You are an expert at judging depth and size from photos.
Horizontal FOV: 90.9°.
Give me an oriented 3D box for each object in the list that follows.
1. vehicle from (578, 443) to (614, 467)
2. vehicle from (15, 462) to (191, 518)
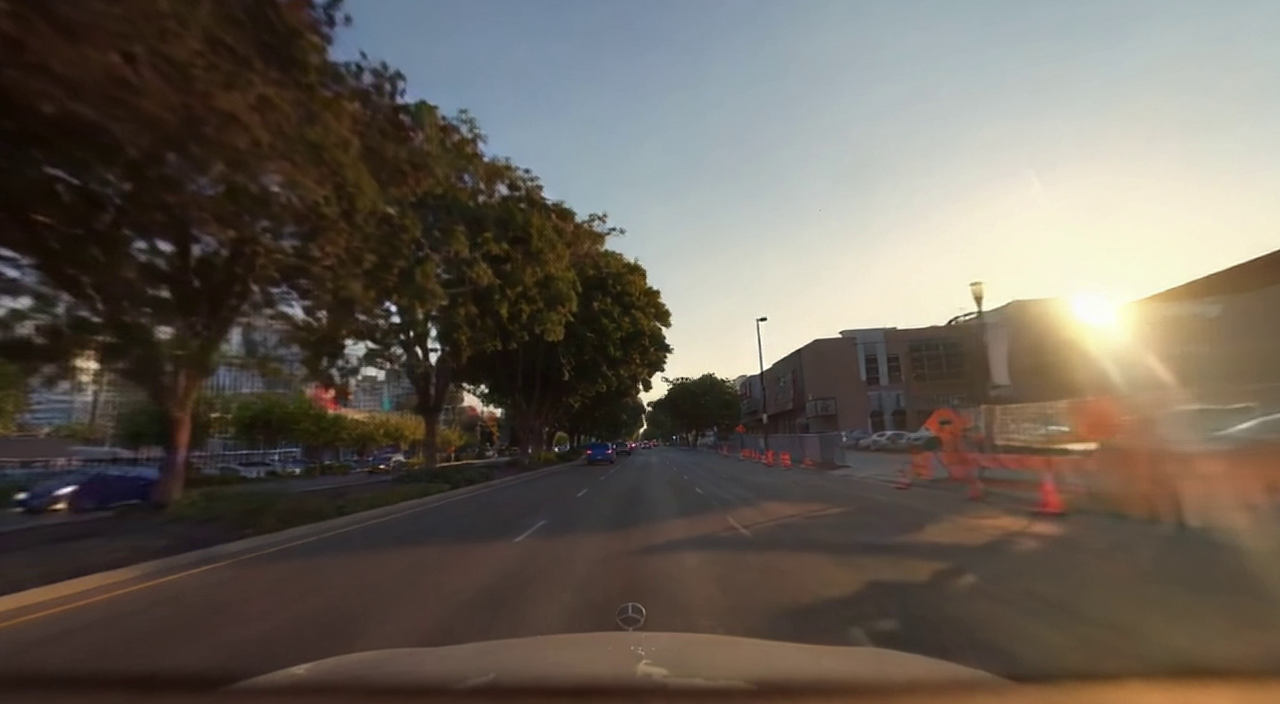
[{"bbox_3d":[-2.682,6.407,39.380,1.926,1.442,4.231,0,-8,0],"label":"vehicle"},{"bbox_3d":[-17.961,4.590,21.473,1.948,1.535,4.600,0,-8,0],"label":"vehicle"}]
